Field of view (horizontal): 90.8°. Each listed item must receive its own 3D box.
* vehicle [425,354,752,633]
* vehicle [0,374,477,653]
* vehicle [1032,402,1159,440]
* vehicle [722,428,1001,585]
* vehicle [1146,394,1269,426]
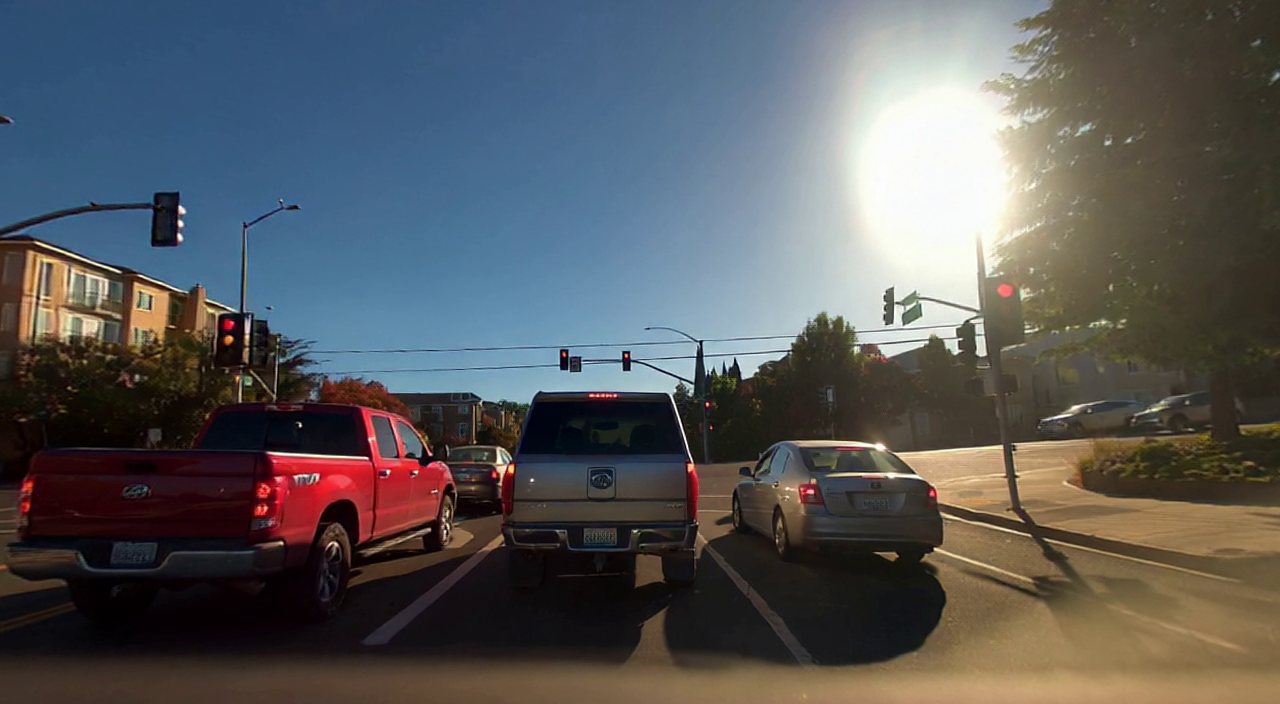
[{"bbox_3d":[-0.392,1.312,6.738,2.282,1.964,4.421,0,-9,-1],"label":"vehicle"},{"bbox_3d":[-3.452,1.445,6.830,2.146,1.828,5.148,0,-9,-2],"label":"vehicle"},{"bbox_3d":[23.303,3.588,32.480,4.721,1.866,2.188,0,-9,2],"label":"vehicle"},{"bbox_3d":[2.415,1.813,8.291,2.016,1.481,4.336,0,-9,-1],"label":"vehicle"},{"bbox_3d":[29.280,3.038,32.682,4.540,1.543,1.803,0,-9,0],"label":"vehicle"}]
